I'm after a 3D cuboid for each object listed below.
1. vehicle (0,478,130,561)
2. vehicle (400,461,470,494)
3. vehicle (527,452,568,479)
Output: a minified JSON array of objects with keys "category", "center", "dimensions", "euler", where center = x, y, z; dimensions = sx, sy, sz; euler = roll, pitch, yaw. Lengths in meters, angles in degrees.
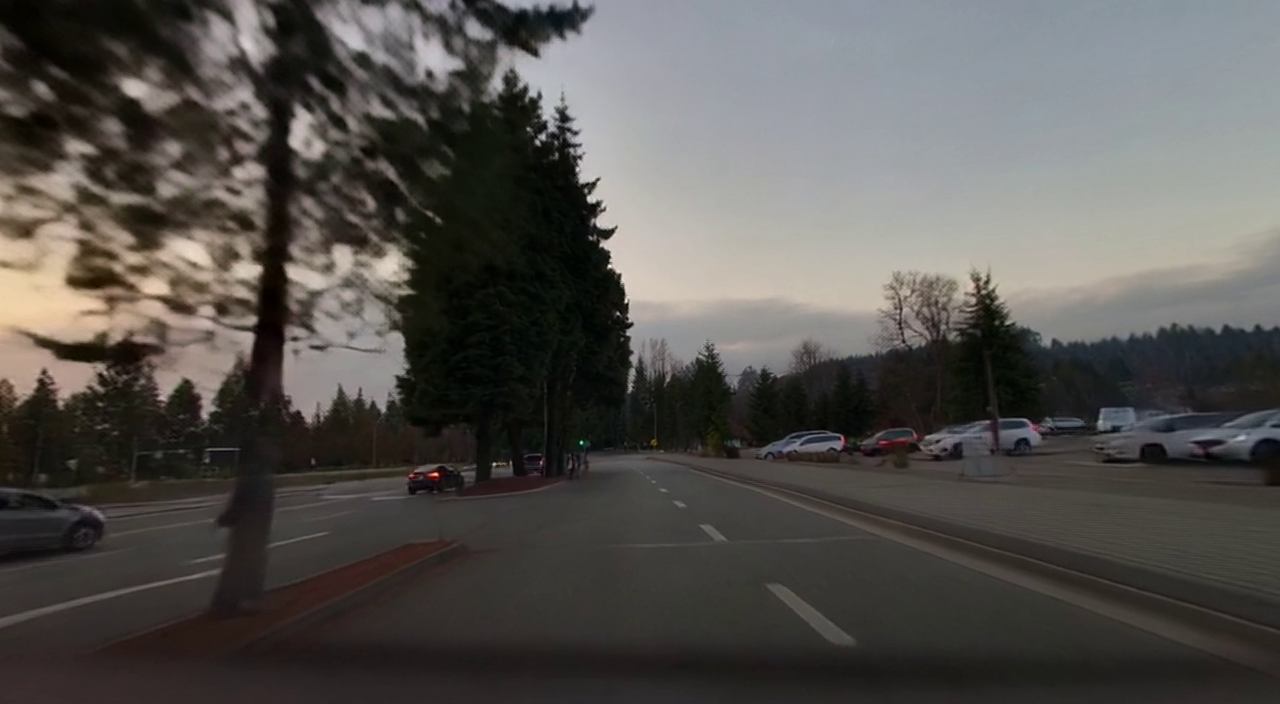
[{"category":"vehicle","center":[-13.348,3.422,12.878],"dimensions":[1.781,1.476,4.513],"euler":[-1,-9,7]},{"category":"vehicle","center":[-10.886,6.686,33.912],"dimensions":[1.886,1.535,4.742],"euler":[-1,-9,4]},{"category":"vehicle","center":[-6.494,8.019,44.910],"dimensions":[2.049,1.699,4.860],"euler":[-1,-9,2]}]
